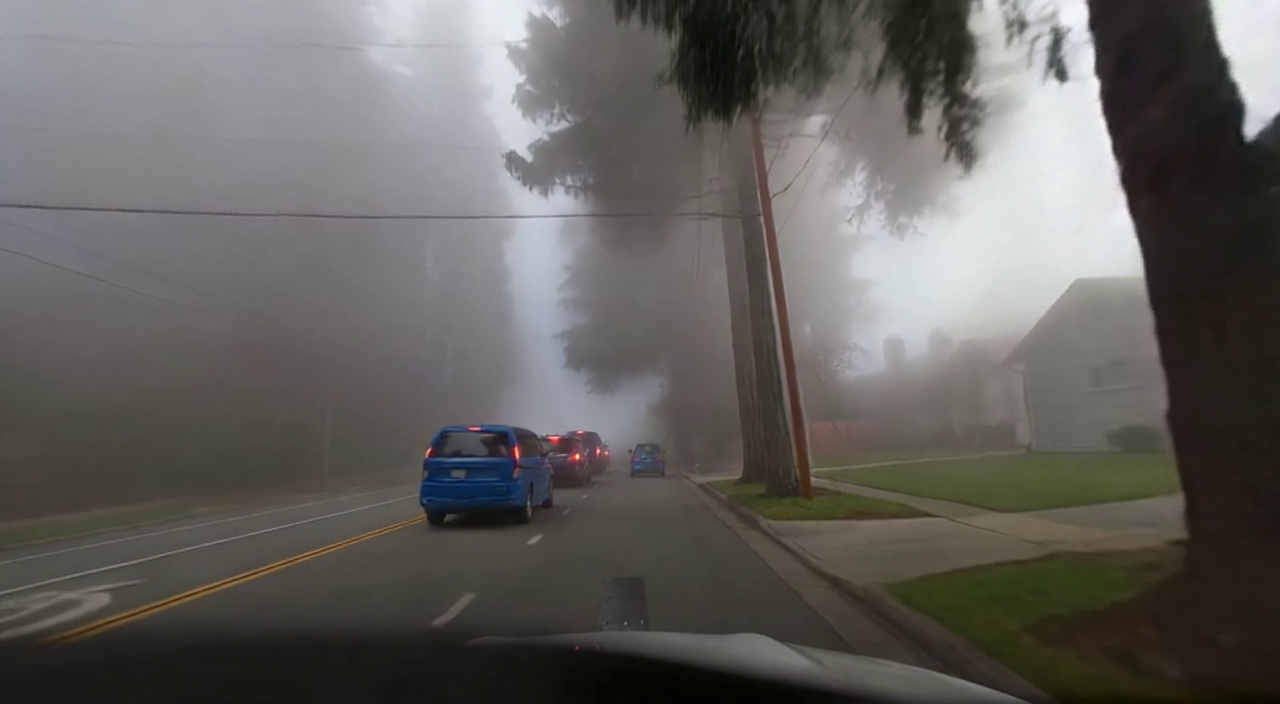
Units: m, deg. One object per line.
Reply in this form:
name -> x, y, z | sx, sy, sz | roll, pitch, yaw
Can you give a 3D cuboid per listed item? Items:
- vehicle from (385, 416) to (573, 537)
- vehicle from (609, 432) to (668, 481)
vehicle -> -2.593, 2.158, 11.455 | 2.157, 1.765, 4.303 | 0, -9, 2
vehicle -> -0.070, 4.035, 24.513 | 2.120, 1.718, 3.909 | 0, -9, 0
